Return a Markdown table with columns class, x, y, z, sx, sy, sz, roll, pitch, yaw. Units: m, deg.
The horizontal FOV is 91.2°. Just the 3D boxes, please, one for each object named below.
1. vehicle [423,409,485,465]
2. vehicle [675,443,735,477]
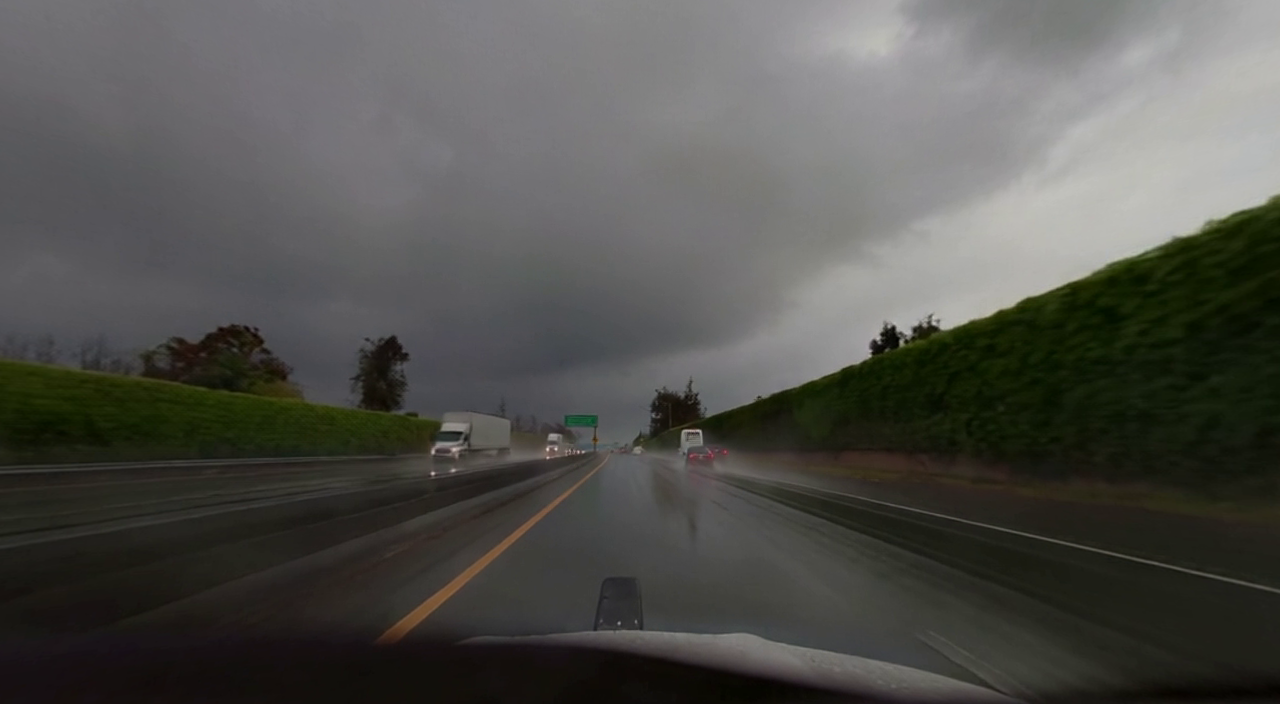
| class | x | y | z | sx | sy | sz | roll | pitch | yaw |
| --- | --- | --- | --- | --- | --- | --- | --- | --- | --- |
| vehicle | -14.191 | 6.599 | 48.289 | 3.118 | 3.986 | 5.803 | 0 | -9 | -2 |
| vehicle | 3.074 | 5.277 | 30.822 | 2.244 | 1.498 | 4.338 | 0 | -9 | -3 |
